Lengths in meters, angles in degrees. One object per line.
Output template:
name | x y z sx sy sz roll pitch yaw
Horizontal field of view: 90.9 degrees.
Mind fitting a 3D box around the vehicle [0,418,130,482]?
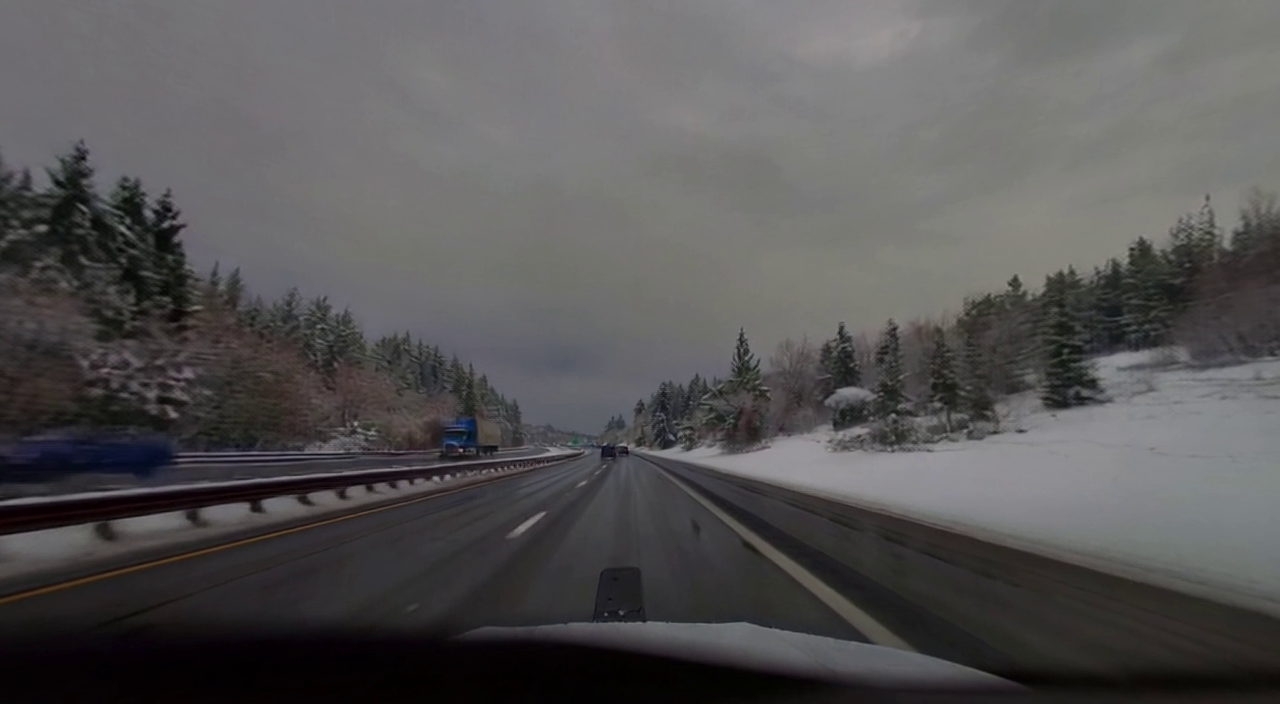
vehicle | -15.649 2.537 16.221 1.781 1.458 3.767 0 -9 1
